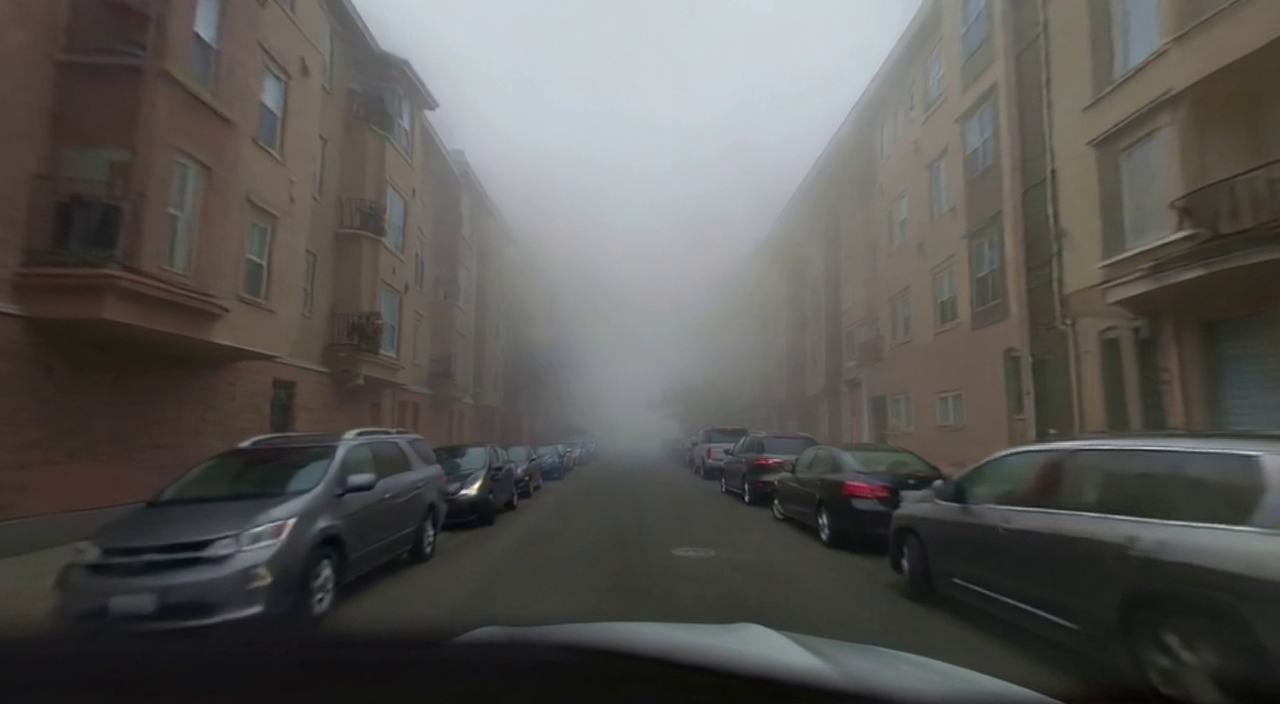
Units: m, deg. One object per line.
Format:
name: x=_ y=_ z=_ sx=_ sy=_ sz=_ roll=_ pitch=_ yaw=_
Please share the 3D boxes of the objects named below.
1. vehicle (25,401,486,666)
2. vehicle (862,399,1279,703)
vehicle: x=-3.197 y=1.515 z=6.619 sx=2.081 sy=1.679 sz=4.506 roll=-3 pitch=-7 yaw=-1
vehicle: x=3.348 y=1.259 z=4.155 sx=1.968 sy=1.595 sz=4.543 roll=3 pitch=-8 yaw=-3
